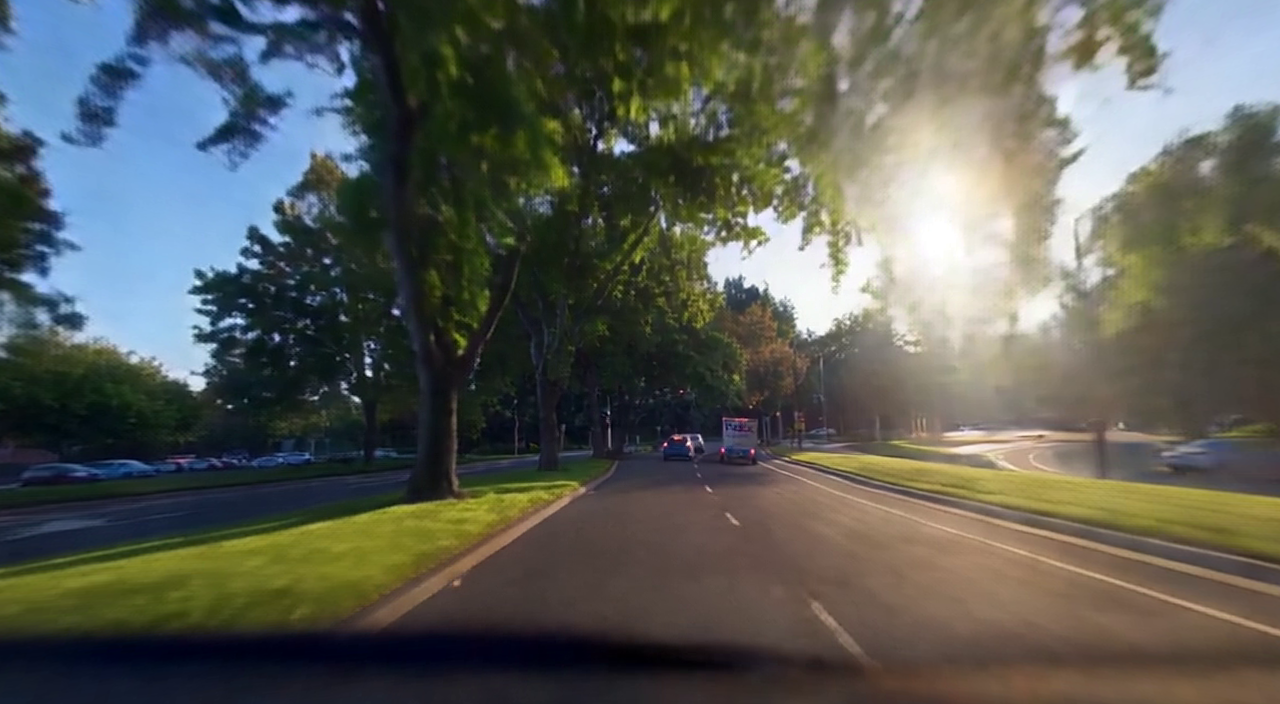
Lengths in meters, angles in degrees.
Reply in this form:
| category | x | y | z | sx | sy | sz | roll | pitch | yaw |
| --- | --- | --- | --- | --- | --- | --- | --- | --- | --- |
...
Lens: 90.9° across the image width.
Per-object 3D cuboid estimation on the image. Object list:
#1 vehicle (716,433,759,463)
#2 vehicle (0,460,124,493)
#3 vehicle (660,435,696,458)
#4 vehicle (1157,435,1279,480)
| category | x | y | z | sx | sy | sz | roll | pitch | yaw |
| --- | --- | --- | --- | --- | --- | --- | --- | --- | --- |
| vehicle | 5.271 | 5.251 | 34.625 | 1.989 | 1.497 | 4.436 | -1 | -8 | 5 |
| vehicle | -27.812 | 5.979 | 30.367 | 4.275 | 1.430 | 1.878 | -1 | -8 | 3 |
| vehicle | 2.639 | 6.431 | 43.043 | 2.066 | 1.482 | 4.273 | -1 | -8 | 8 |
| vehicle | 20.500 | 3.516 | 21.093 | 4.627 | 1.418 | 1.800 | -1 | -8 | 6 |
